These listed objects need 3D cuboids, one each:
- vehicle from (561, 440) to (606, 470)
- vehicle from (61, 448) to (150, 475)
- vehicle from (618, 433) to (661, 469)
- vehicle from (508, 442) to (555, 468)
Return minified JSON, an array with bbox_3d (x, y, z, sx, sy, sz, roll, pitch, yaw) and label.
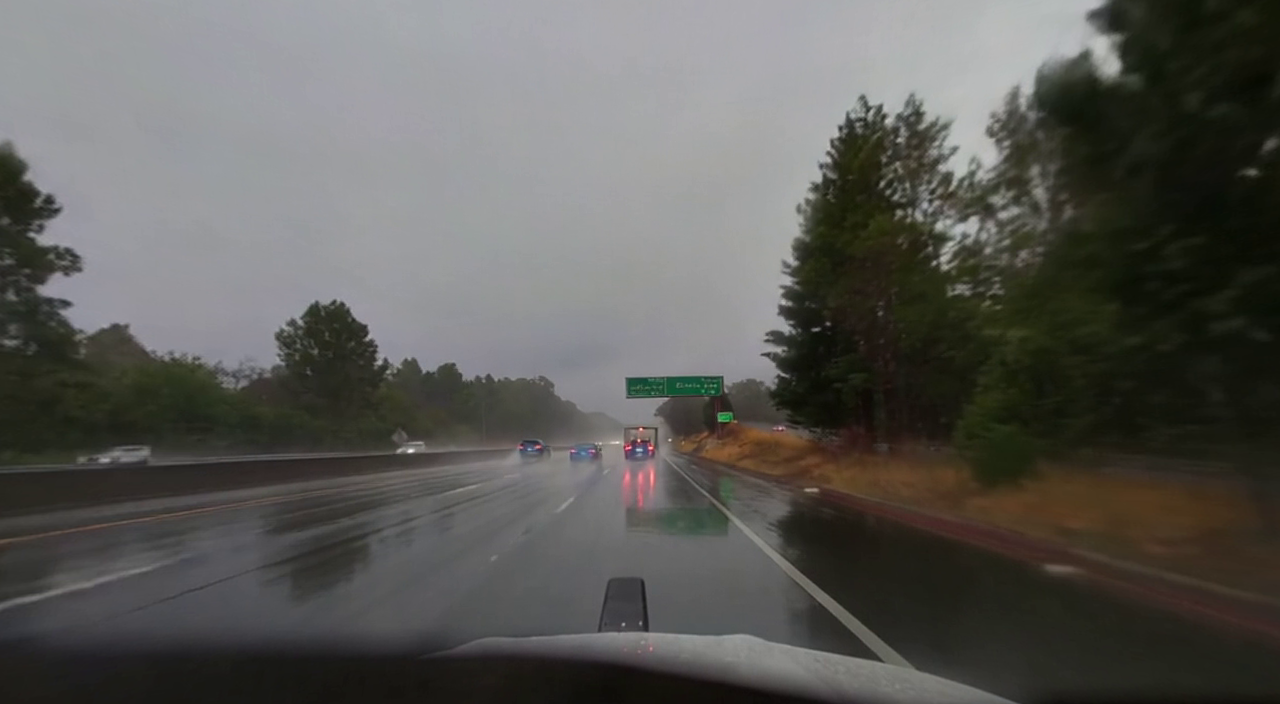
[{"bbox_3d":[-3.228,5.993,36.987,2.139,1.589,5.102,0,-8,1],"label":"vehicle"},{"bbox_3d":[-38.034,7.779,45.098,2.252,1.816,4.784,0,-9,-2],"label":"vehicle"},{"bbox_3d":[0.005,5.659,36.282,2.309,1.915,5.130,0,-8,0],"label":"vehicle"},{"bbox_3d":[-6.748,6.433,39.673,2.009,1.519,4.697,0,-8,1],"label":"vehicle"}]
